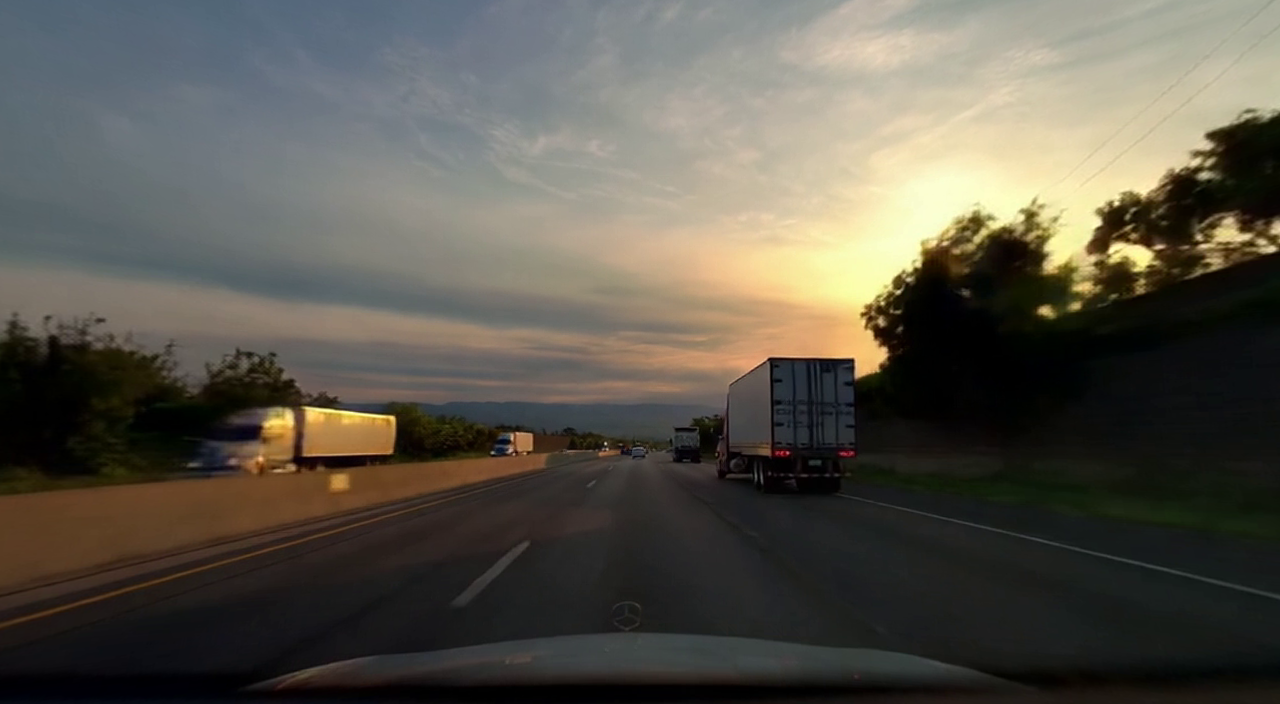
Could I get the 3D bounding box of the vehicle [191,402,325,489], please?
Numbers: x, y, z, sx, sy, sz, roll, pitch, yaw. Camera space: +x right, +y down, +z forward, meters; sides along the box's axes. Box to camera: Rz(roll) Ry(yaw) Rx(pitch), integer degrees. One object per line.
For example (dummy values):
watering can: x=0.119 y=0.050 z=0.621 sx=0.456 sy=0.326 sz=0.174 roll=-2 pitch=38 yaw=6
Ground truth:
vehicle: x=-19.141 y=4.787 z=32.163 sx=2.998 sy=3.999 sz=5.853 roll=0 pitch=-9 yaw=0

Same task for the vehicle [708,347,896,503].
vehicle: x=4.473 y=2.562 z=20.519 sx=3.032 sy=3.785 sz=10.333 roll=0 pitch=-9 yaw=-2
